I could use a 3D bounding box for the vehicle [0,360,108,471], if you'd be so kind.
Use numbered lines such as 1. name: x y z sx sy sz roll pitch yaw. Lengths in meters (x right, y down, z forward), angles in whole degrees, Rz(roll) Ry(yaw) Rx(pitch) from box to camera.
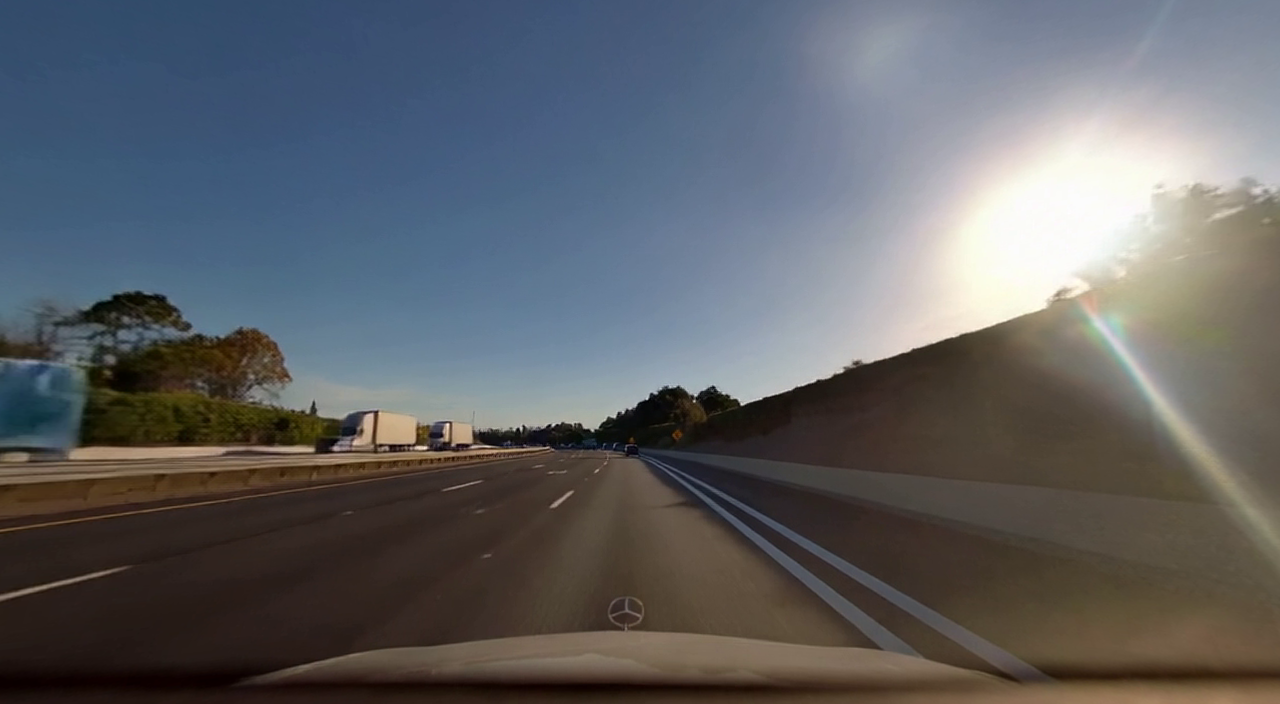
1. vehicle: -25.188 1.974 20.850 2.903 4.069 13.982 0 -9 -1

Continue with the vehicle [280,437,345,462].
1. vehicle: -21.321 6.355 41.083 1.829 1.517 4.576 0 -9 -1
